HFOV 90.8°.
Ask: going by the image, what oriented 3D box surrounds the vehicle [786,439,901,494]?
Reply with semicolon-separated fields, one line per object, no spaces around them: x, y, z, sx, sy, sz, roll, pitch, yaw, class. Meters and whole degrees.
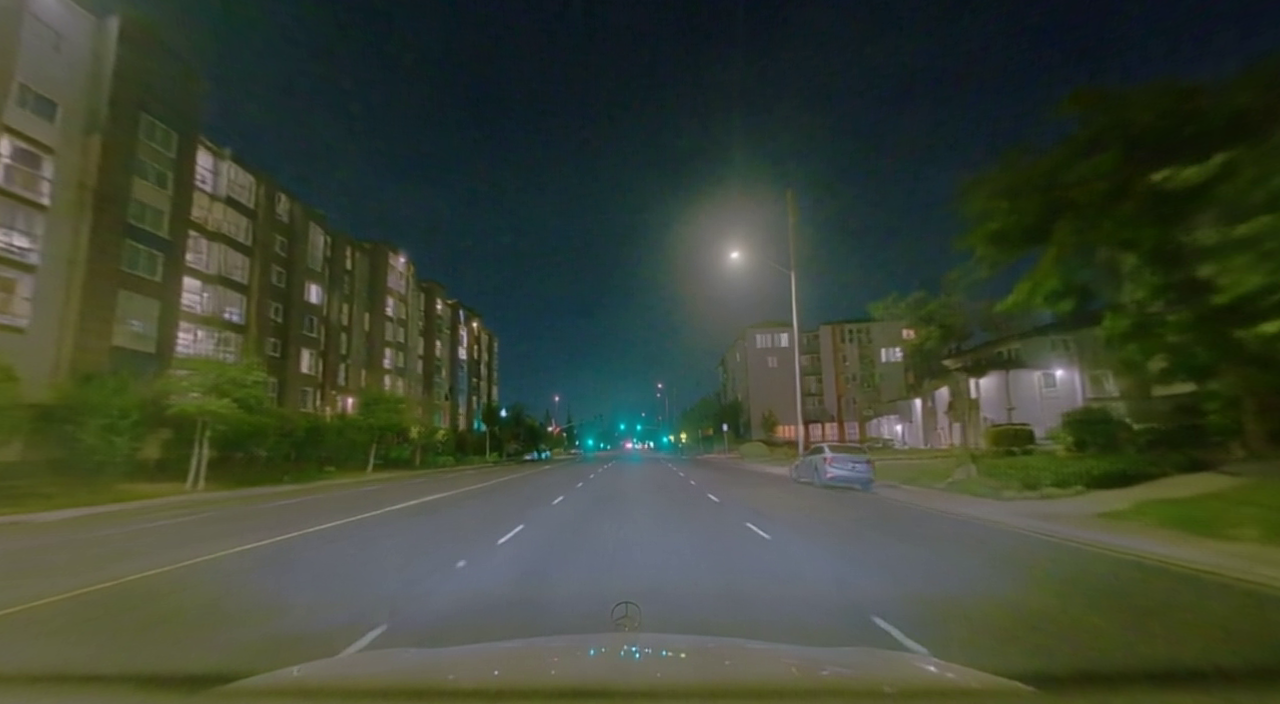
6.308;3.596;20.247;1.948;1.526;4.518;0;-9;-3;vehicle
